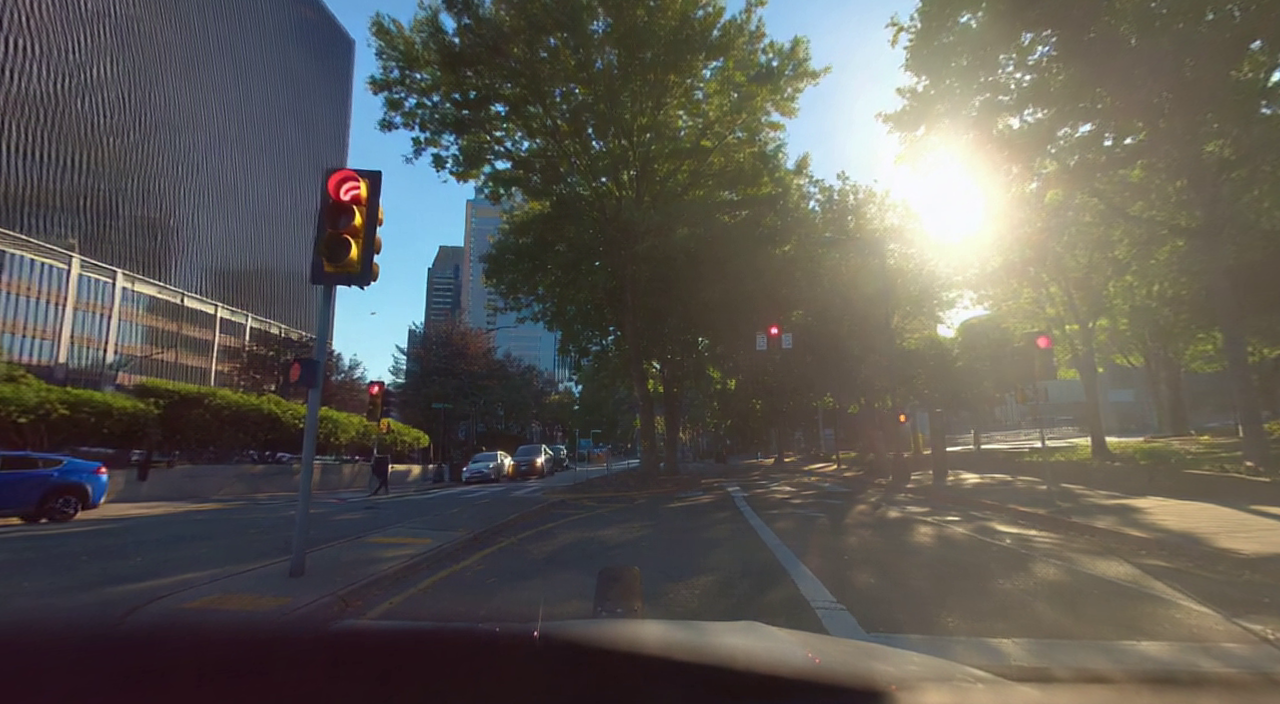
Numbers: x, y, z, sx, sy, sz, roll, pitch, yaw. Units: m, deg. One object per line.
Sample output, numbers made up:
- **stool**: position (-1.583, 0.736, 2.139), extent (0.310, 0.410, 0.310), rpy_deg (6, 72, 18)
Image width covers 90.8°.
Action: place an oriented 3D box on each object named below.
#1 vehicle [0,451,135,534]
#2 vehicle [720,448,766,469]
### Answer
- **vehicle**: position (-12.859, 2.712, 12.270), extent (4.598, 1.490, 1.816), rpy_deg (7, -11, -40)
- **vehicle**: position (7.857, 8.121, 48.415), extent (1.829, 1.440, 4.384), rpy_deg (2, -9, -14)
